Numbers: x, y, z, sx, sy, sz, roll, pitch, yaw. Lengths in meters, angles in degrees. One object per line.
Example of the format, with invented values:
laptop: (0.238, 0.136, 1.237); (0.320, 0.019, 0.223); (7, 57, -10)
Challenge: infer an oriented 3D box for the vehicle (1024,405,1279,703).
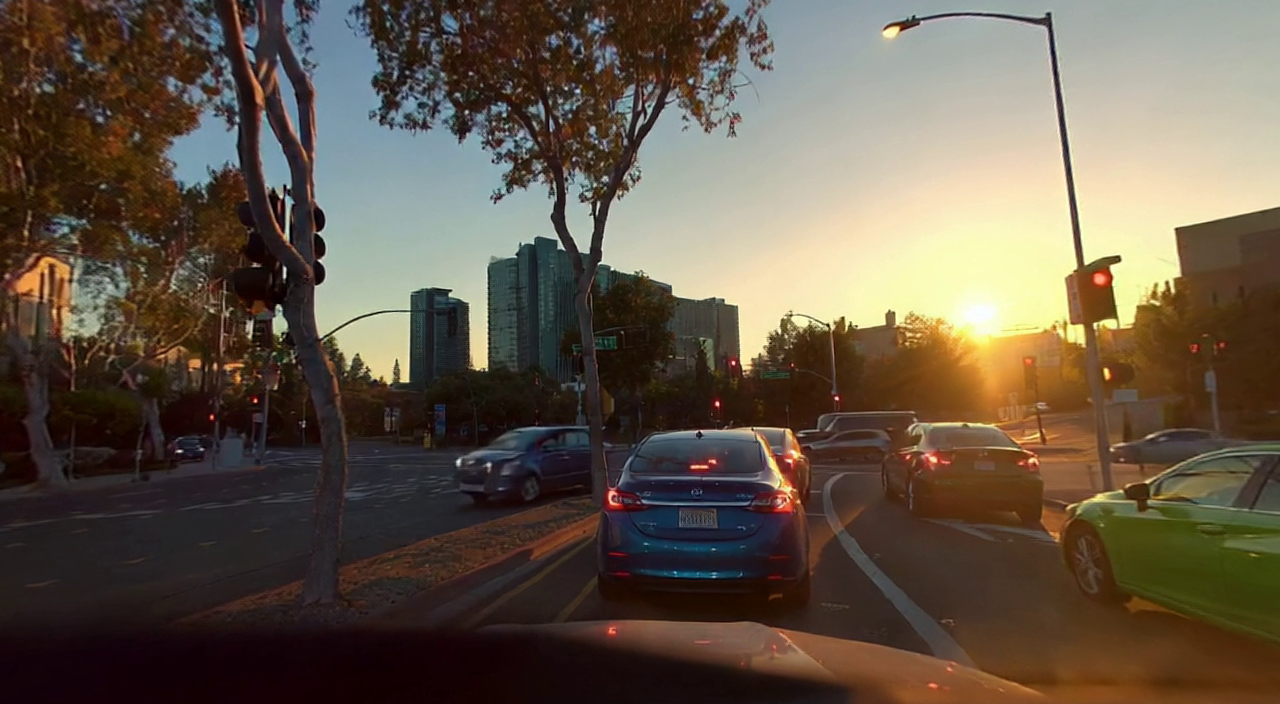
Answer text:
vehicle: (4.244, 1.057, 3.358); (1.954, 1.508, 4.441); (-1, -8, 6)

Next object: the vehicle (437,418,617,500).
vehicle: (-2.408, 2.455, 14.813); (1.918, 1.589, 4.556); (-4, -9, 24)

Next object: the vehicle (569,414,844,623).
vehicle: (0.854, 1.500, 6.683); (2.052, 1.483, 3.928); (-2, -8, 12)

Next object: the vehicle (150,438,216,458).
vehicle: (-35.380, 7.440, 48.637); (1.652, 1.433, 3.733); (-7, -11, 40)

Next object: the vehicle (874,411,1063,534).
vehicle: (5.532, 2.044, 11.282); (2.102, 1.717, 4.373); (-2, -9, 16)
